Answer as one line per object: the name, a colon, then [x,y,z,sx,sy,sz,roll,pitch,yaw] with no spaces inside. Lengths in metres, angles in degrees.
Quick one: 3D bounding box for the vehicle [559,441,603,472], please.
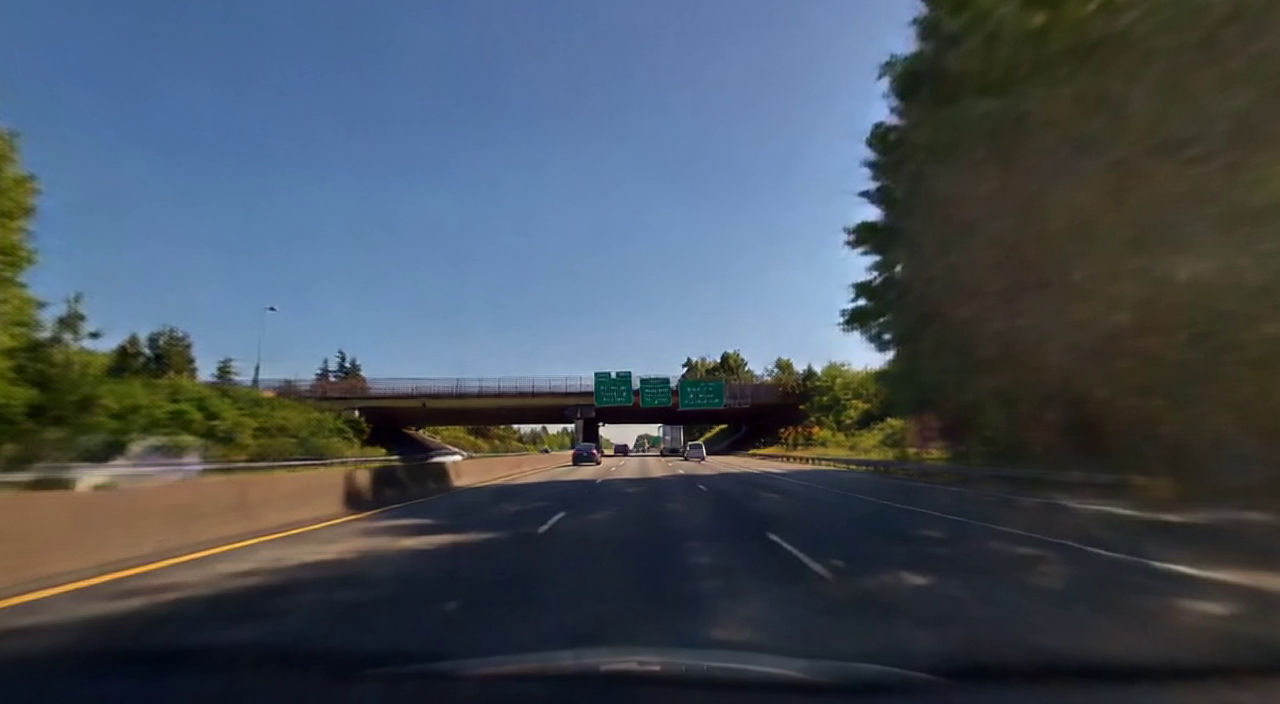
vehicle: [-3.567,6.478,39.270,2.238,1.792,4.518,0,-9,1]
